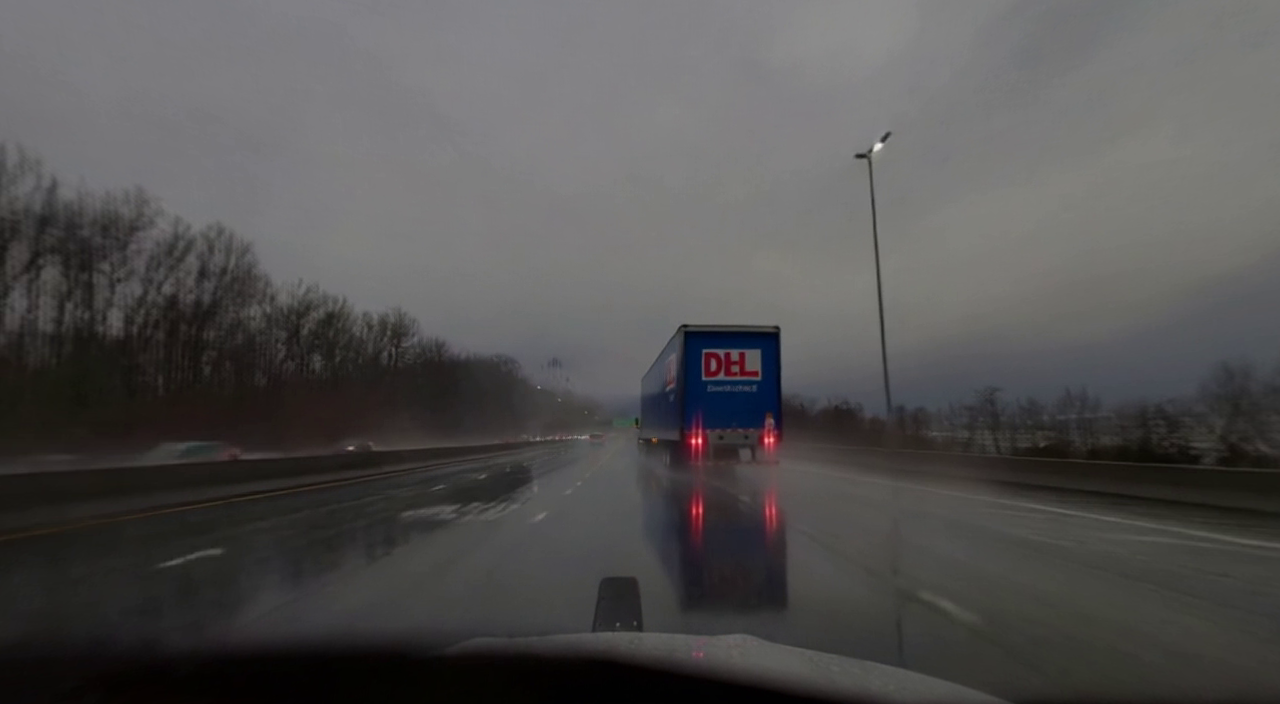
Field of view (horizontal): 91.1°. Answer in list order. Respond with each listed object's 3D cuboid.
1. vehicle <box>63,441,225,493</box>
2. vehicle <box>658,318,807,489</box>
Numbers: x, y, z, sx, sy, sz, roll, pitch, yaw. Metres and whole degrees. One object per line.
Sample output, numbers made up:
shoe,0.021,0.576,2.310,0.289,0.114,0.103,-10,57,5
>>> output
vehicle,-16.401,3.775,21.162,1.829,1.490,4.552,0,-8,-1
vehicle,2.395,1.825,20.001,3.011,4.211,8.926,0,-8,-2
